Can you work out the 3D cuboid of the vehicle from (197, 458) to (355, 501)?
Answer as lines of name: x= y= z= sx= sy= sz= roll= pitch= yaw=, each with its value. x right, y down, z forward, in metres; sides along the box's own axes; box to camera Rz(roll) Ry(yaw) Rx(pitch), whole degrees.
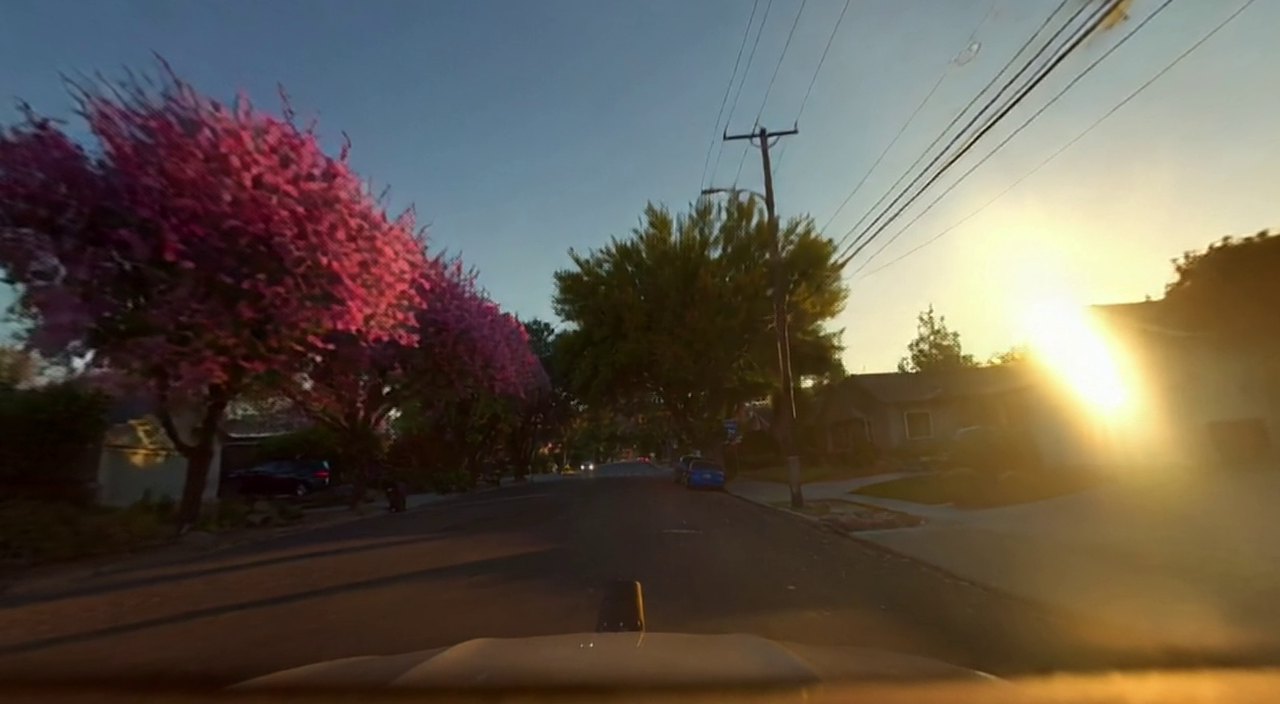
vehicle: x=-16.717 y=5.864 z=29.284 sx=5.902 sy=1.796 sz=2.183 roll=0 pitch=-9 yaw=-3

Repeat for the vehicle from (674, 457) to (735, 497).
vehicle: x=2.658 y=5.301 z=27.106 sx=2.022 sy=1.455 sz=4.406 roll=0 pitch=-9 yaw=-2
